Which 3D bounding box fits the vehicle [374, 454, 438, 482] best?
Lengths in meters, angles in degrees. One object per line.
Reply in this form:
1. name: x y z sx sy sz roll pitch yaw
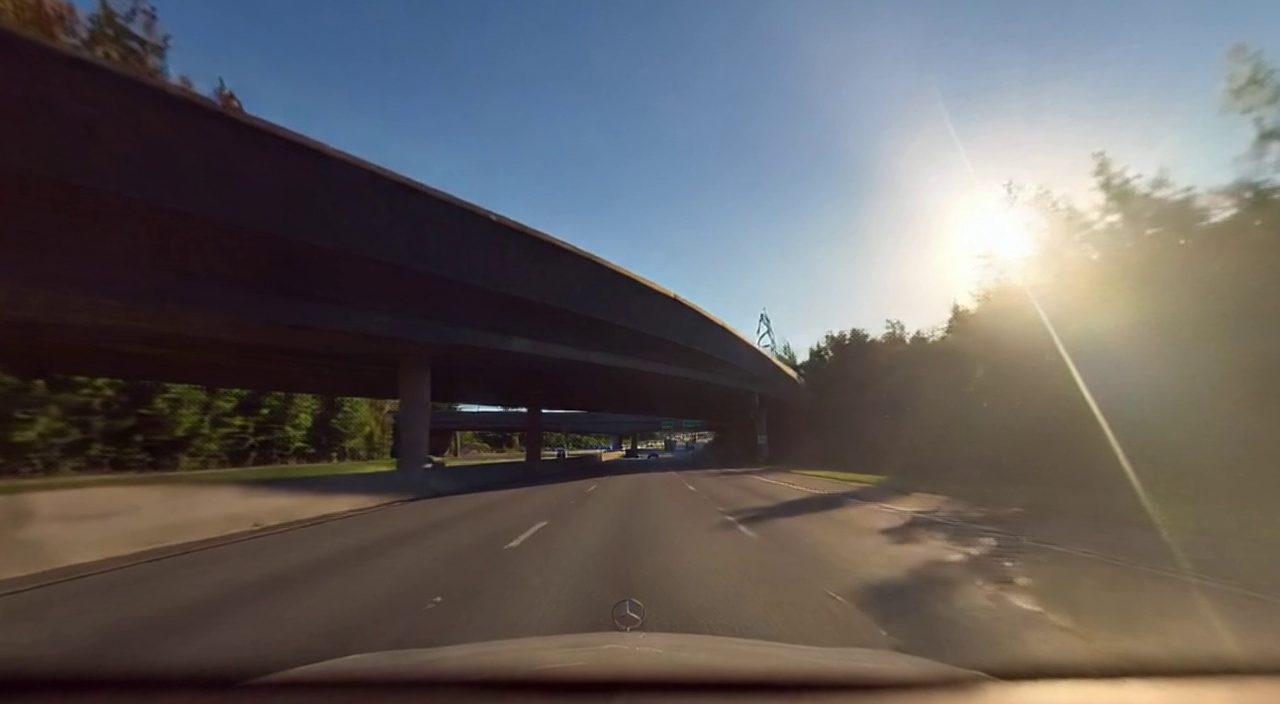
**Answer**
1. vehicle: -13.976 6.907 37.907 1.886 1.501 4.793 0 -9 1
